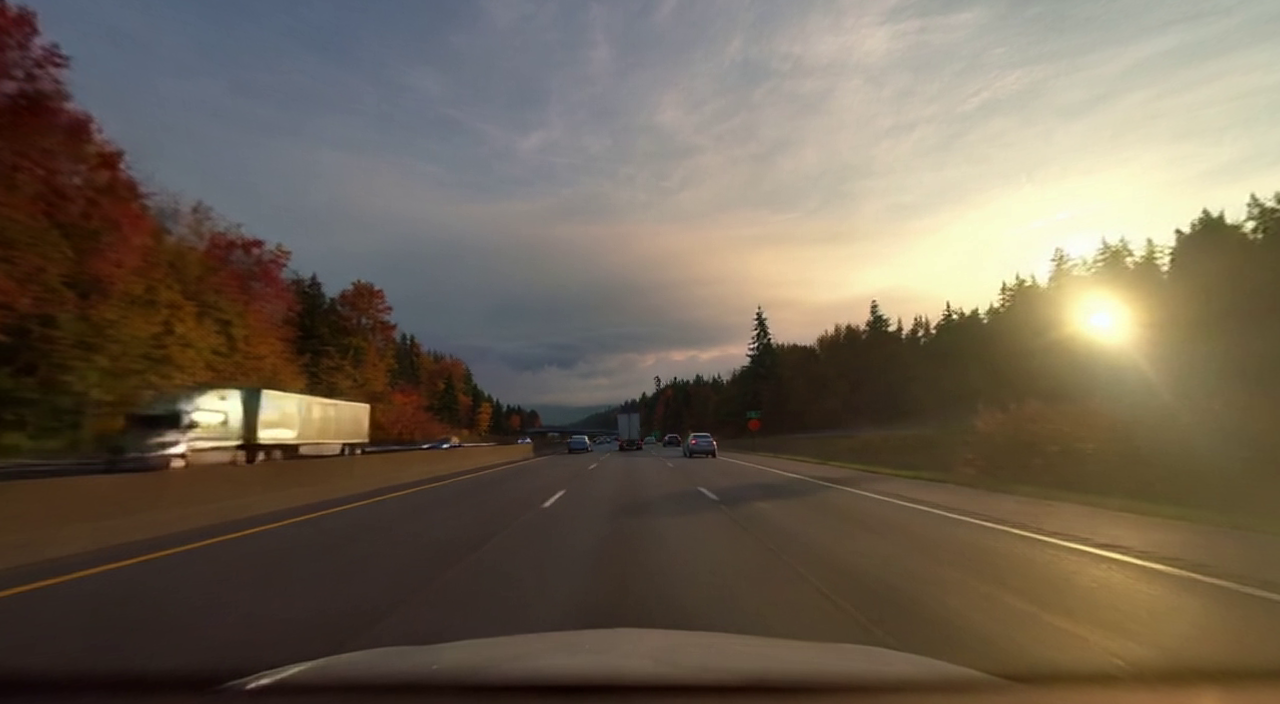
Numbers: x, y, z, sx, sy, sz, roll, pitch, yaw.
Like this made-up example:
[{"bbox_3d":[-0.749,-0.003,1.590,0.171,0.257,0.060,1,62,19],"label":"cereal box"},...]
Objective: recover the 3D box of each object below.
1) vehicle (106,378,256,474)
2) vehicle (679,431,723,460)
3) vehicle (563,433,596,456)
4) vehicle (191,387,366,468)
[{"bbox_3d":[-20.943,3.442,29.085,3.119,4.054,4.699,0,-7,1],"label":"vehicle"},{"bbox_3d":[3.303,5.165,34.892,1.882,1.492,3.958,0,-8,-2],"label":"vehicle"},{"bbox_3d":[-4.175,6.418,43.878,2.027,1.501,3.920,0,-8,-1],"label":"vehicle"},{"bbox_3d":[-21.029,4.712,38.192,2.931,4.041,13.156,0,-8,-1],"label":"vehicle"}]
